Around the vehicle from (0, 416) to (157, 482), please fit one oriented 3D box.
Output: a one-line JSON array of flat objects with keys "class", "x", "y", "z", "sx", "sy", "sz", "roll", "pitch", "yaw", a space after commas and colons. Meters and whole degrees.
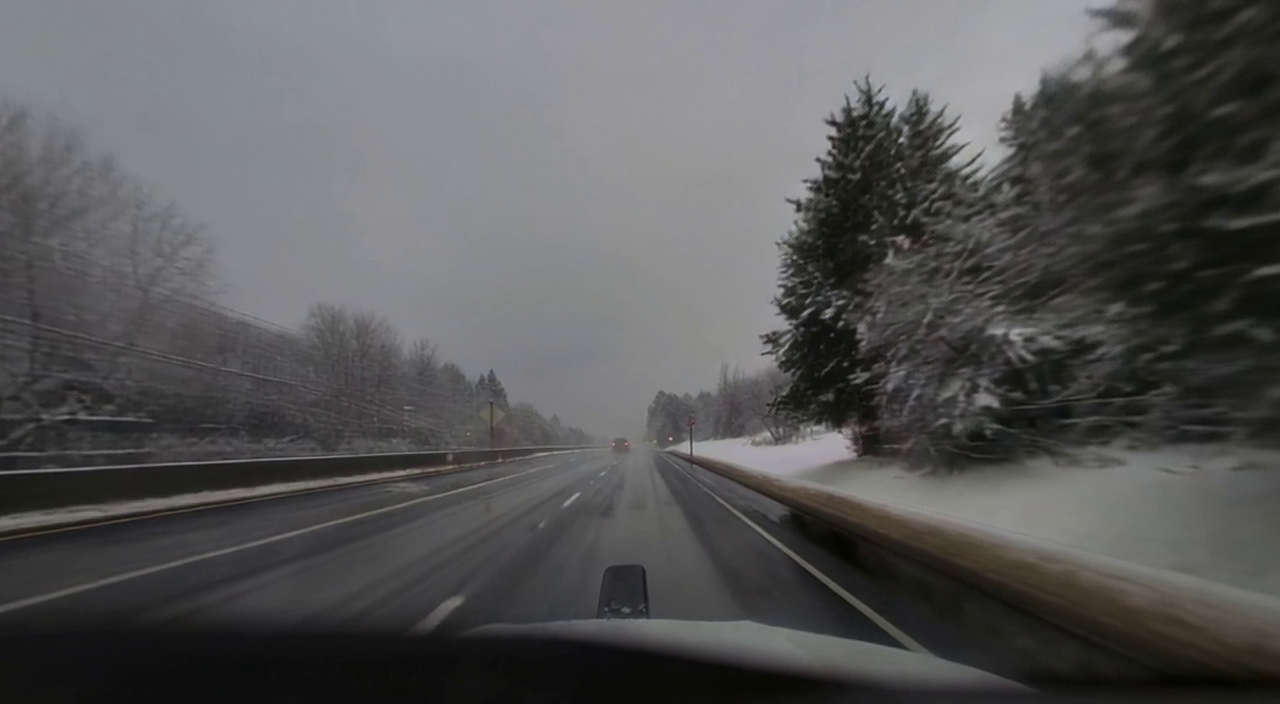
[{"class": "vehicle", "x": -41.719, "y": 6.754, "z": 44.226, "sx": 2.890, "sy": 4.058, "sz": 17.562, "roll": 1, "pitch": -8, "yaw": -4}]
